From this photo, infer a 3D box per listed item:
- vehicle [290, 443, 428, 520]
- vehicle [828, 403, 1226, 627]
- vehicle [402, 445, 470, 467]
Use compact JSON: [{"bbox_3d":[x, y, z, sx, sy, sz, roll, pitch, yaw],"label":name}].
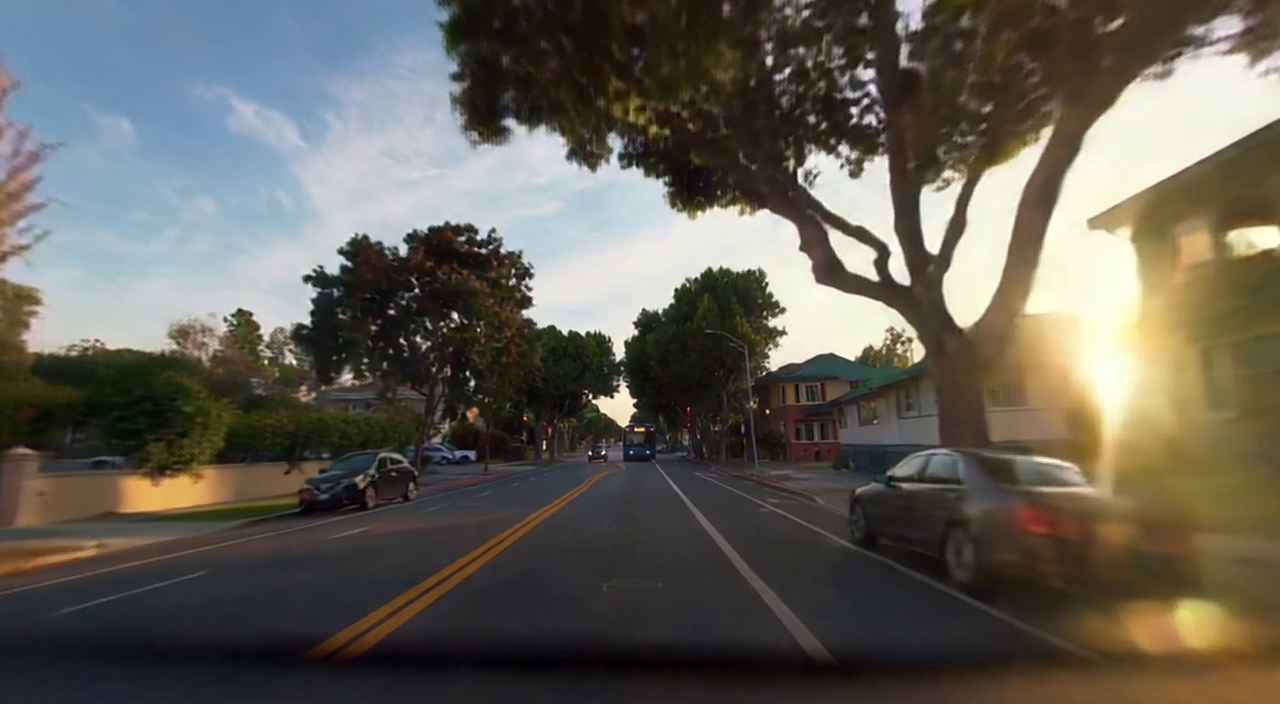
[{"bbox_3d":[-7.843,3.583,18.152,1.898,1.755,4.603,-5,-8,-1],"label":"vehicle"},{"bbox_3d":[4.248,1.836,8.204,2.060,1.833,4.927,5,-9,0],"label":"vehicle"},{"bbox_3d":[-15.412,7.861,47.812,4.481,1.591,1.807,0,-8,-1],"label":"vehicle"}]
